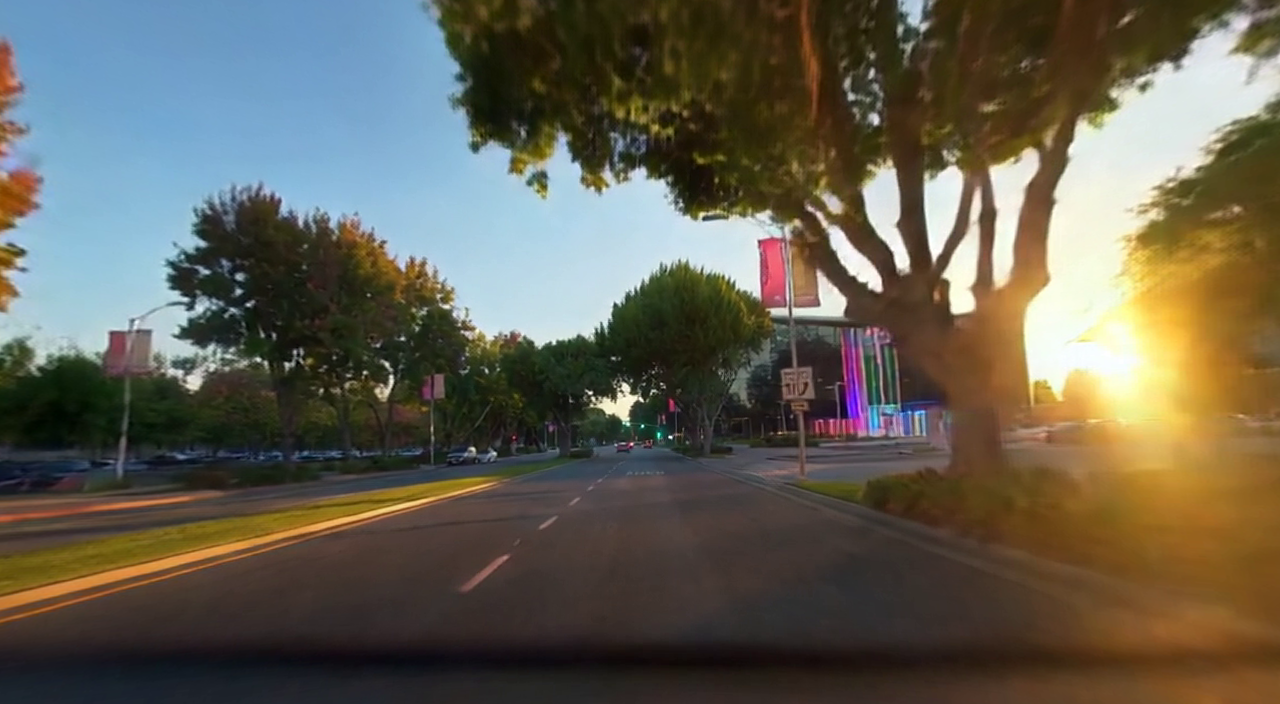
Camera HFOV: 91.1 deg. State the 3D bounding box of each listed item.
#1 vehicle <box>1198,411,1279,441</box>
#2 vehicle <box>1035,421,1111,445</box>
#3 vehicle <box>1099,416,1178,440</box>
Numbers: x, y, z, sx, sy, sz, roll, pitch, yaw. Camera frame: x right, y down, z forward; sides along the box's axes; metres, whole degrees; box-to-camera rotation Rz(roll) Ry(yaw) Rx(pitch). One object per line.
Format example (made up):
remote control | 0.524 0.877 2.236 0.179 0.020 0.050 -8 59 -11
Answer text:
vehicle | 33.774 4.166 34.882 1.866 1.550 3.927 0 -8 2
vehicle | 28.212 5.341 41.097 1.895 1.503 4.234 1 -9 0
vehicle | 33.541 5.183 42.371 1.917 1.469 4.195 0 -9 1
